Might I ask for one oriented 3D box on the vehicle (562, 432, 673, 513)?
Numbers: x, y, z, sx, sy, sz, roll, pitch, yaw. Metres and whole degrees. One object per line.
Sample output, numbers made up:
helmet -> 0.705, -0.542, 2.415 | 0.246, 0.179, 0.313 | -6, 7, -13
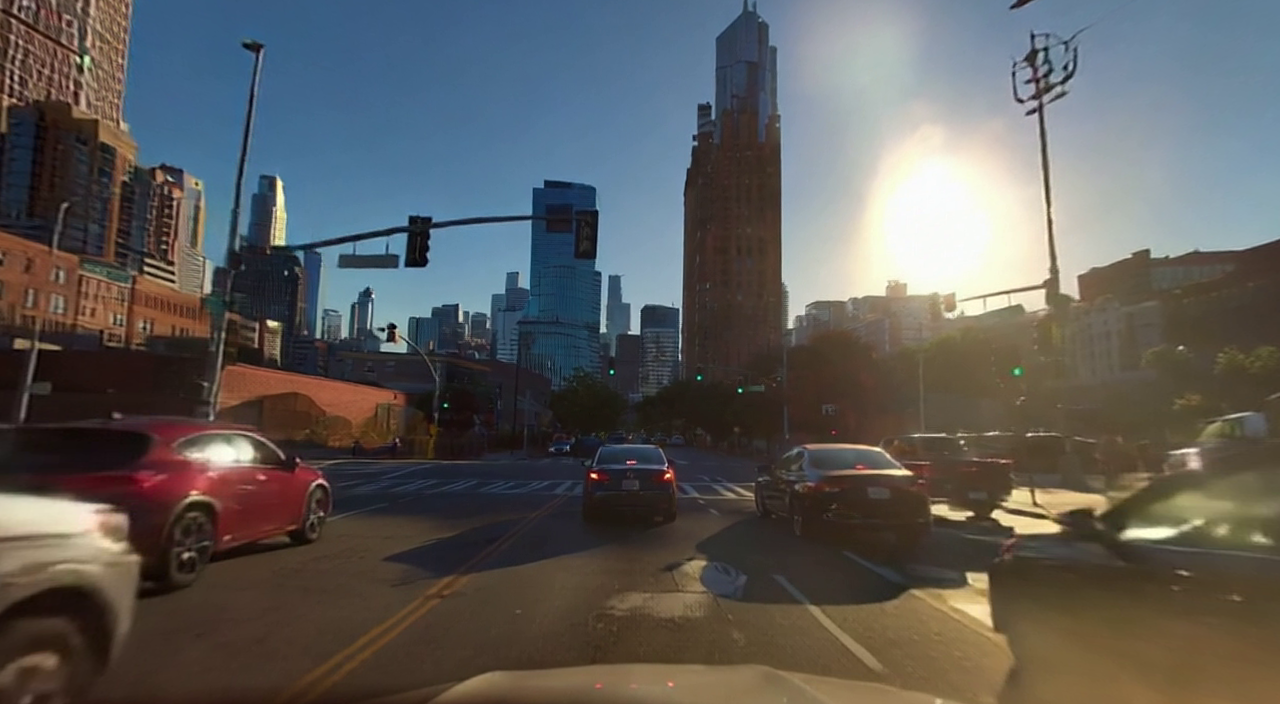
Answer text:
vehicle -> -0.488, 2.475, 13.500 | 2.031, 1.461, 3.763 | 0, -8, -3

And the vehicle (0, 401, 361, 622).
vehicle -> -5.050, 1.523, 7.093 | 2.111, 1.661, 4.537 | 1, -8, -6

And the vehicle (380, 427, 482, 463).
vehicle -> -10.305, 4.563, 31.100 | 4.556, 1.689, 1.982 | -3, -9, 23

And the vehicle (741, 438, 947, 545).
vehicle -> 3.142, 2.215, 10.861 | 1.942, 1.443, 4.468 | 0, -8, -1

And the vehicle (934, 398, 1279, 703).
vehicle -> 3.266, 0.977, 2.501 | 1.973, 1.537, 4.533 | 0, -8, 0
